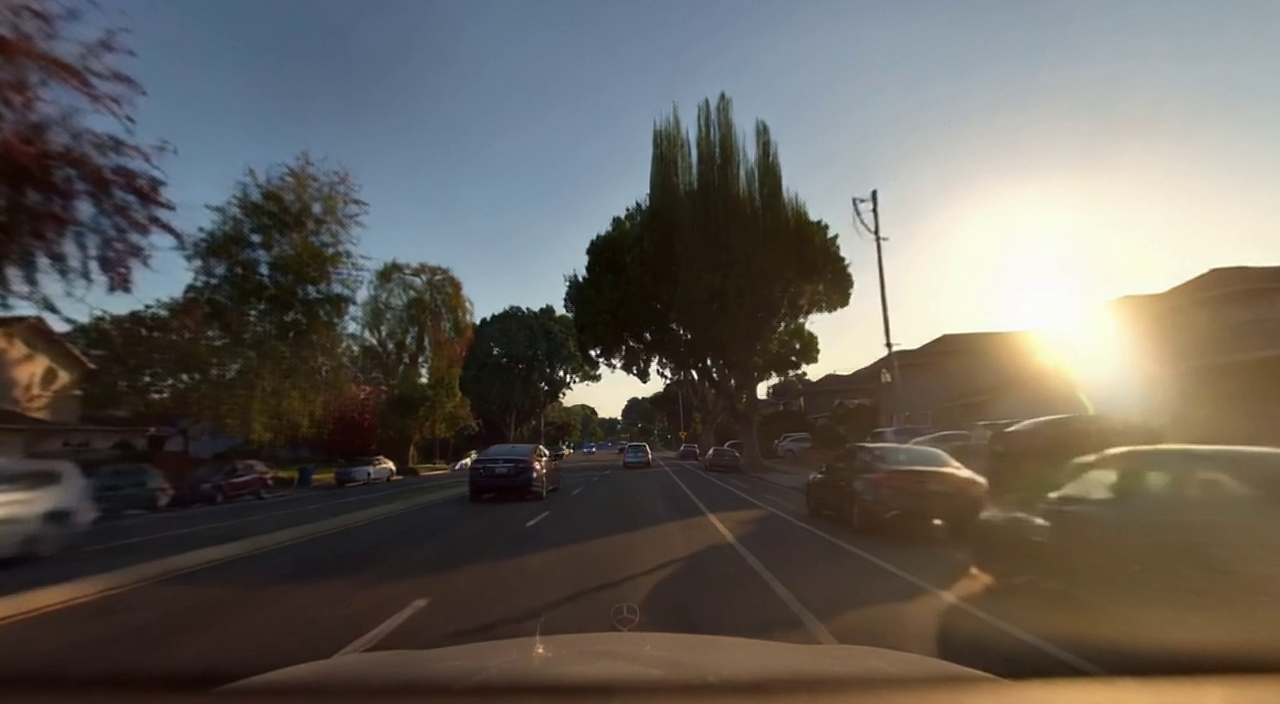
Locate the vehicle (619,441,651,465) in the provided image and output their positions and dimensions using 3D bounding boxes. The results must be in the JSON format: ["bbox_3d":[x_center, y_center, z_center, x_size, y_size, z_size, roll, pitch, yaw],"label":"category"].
[{"bbox_3d":[-0.332,6.895,43.317,2.088,1.495,4.048,0,-8,-1],"label":"vehicle"}]

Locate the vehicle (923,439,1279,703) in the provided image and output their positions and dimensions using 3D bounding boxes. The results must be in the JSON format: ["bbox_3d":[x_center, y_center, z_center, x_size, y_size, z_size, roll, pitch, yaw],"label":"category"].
[{"bbox_3d":[4.061,1.381,4.584,1.881,1.453,4.574,0,-8,0],"label":"vehicle"}]

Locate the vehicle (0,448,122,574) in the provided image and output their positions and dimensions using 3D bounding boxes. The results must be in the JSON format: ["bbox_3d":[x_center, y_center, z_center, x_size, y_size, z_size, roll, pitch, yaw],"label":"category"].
[{"bbox_3d":[-8.784,1.799,6.813,2.075,1.487,4.792,-1,-8,5],"label":"vehicle"}]

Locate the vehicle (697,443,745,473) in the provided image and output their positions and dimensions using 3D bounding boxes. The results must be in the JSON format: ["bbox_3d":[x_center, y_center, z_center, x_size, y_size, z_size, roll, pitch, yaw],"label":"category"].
[{"bbox_3d":[4.267,5.653,34.044,1.944,1.470,4.530,0,-8,-1],"label":"vehicle"}]

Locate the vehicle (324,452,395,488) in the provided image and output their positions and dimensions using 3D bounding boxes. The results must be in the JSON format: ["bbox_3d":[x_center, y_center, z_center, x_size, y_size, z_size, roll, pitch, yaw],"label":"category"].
[{"bbox_3d":[-14.824,6.206,33.663,1.998,1.498,4.668,-5,-8,-5],"label":"vehicle"}]

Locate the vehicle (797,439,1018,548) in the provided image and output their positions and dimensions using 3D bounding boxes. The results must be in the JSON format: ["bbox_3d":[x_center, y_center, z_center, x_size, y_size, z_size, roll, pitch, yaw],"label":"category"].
[{"bbox_3d":[4.225,2.275,10.958,1.881,1.480,4.536,0,-8,0],"label":"vehicle"}]

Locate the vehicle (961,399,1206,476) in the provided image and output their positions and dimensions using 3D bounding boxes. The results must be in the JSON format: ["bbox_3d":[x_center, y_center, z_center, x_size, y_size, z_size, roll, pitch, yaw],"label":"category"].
[{"bbox_3d":[11.581,2.281,16.800,4.923,1.878,1.953,0,-8,2],"label":"vehicle"}]

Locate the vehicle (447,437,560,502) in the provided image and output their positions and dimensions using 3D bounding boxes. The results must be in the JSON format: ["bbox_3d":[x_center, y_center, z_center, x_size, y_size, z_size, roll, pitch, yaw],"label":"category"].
[{"bbox_3d":[-3.462,3.068,16.946,2.027,1.477,4.413,0,-8,0],"label":"vehicle"}]

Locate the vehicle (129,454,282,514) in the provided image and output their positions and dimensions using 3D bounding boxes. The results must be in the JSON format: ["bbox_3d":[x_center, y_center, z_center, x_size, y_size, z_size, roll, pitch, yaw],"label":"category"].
[{"bbox_3d":[-14.600,4.422,21.651,1.904,1.497,4.848,-5,-8,-1],"label":"vehicle"}]
